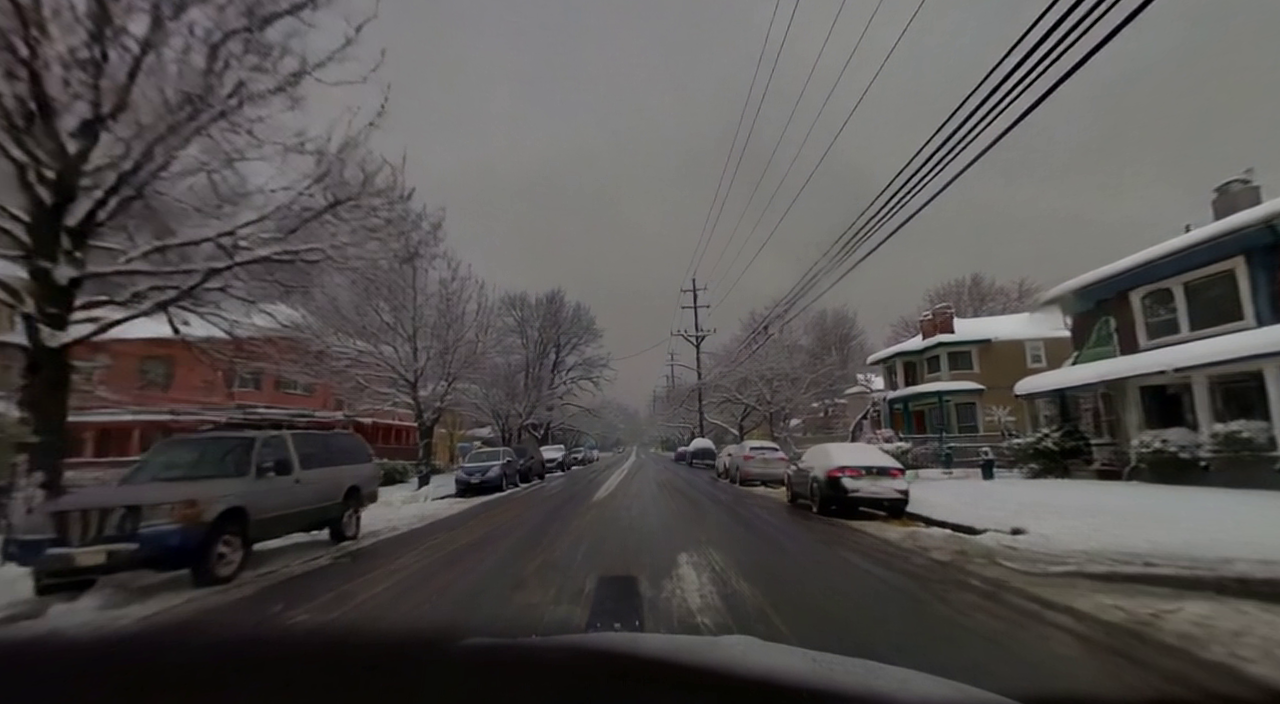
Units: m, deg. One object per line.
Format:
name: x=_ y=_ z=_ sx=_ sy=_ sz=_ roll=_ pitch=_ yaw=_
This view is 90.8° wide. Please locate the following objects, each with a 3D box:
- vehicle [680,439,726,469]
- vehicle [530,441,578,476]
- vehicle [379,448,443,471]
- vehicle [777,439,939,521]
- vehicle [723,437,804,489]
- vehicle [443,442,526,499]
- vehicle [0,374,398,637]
vehicle: x=4.185 y=6.895 z=42.793 sx=2.279 sy=1.848 sz=5.577 roll=0 pitch=-9 yaw=-2
vehicle: x=-5.295 y=6.612 z=39.544 sx=2.285 sy=1.895 sz=5.883 roll=-3 pitch=-8 yaw=-2
vehicle: x=-17.526 y=8.255 z=48.417 sx=4.184 sy=1.620 sz=1.852 roll=-1 pitch=-8 yaw=1
vehicle: x=4.347 y=2.617 z=13.439 sx=1.893 sy=1.437 sz=4.369 roll=0 pitch=-9 yaw=0
vehicle: x=4.231 y=3.883 z=22.413 sx=1.979 sy=1.620 sz=4.684 roll=0 pitch=-9 yaw=1
vehicle: x=-5.404 y=4.135 z=22.525 sx=1.873 sy=1.709 sz=4.206 roll=-4 pitch=-8 yaw=0
vehicle: x=-5.298 y=1.711 z=8.132 sx=2.242 sy=2.135 sz=5.566 roll=-2 pitch=-9 yaw=-1
